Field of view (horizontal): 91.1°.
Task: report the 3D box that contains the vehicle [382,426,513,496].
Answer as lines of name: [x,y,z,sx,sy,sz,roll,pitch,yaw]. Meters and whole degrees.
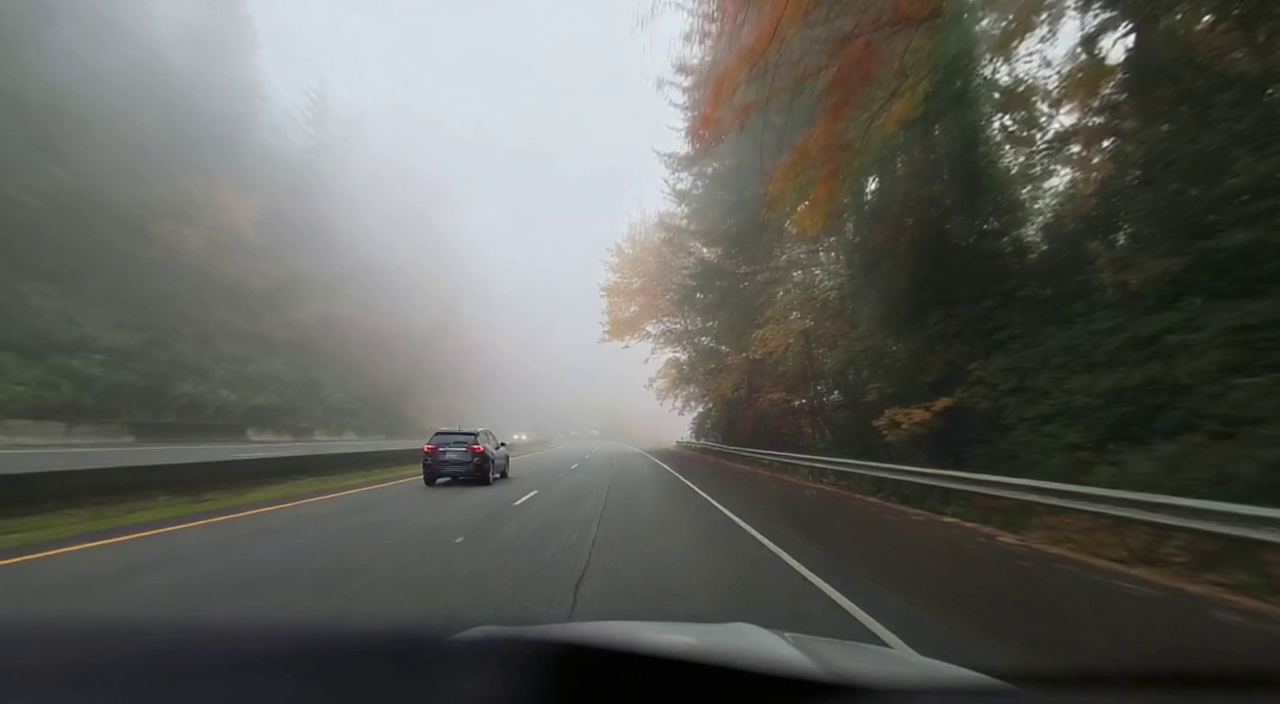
vehicle: [-4.774,2.740,16.355,2.073,1.559,4.393,0,-8,-1]
